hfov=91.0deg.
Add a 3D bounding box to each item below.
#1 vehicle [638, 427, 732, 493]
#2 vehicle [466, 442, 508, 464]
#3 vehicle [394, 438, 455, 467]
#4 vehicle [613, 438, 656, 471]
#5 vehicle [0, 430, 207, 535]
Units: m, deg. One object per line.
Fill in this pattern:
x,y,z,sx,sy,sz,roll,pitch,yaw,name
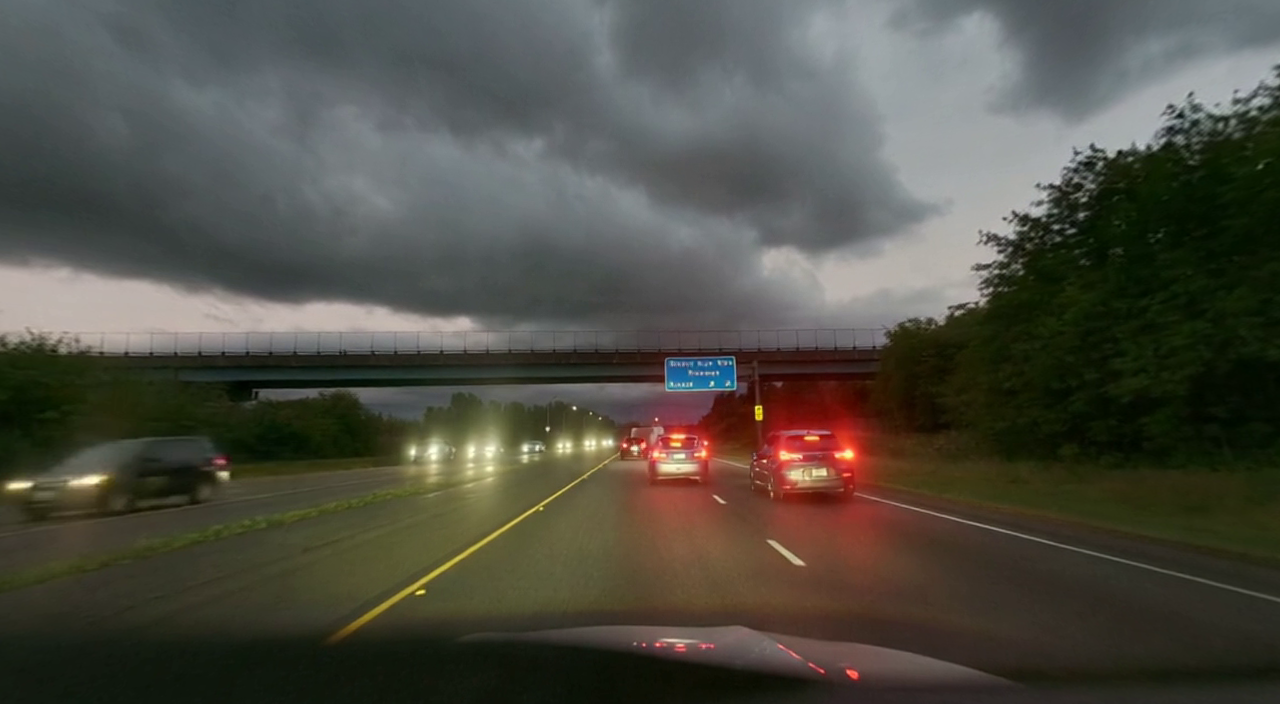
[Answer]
1.147,3.032,18.092,2.092,1.636,4.024,0,-8,-5,vehicle
-11.601,7.618,47.916,2.044,1.502,4.700,-2,-8,0,vehicle
-15.399,7.190,45.370,2.454,1.868,5.753,-1,-8,0,vehicle
-0.280,4.926,30.585,1.968,1.482,3.586,0,-8,-1,vehicle
-11.047,2.441,12.371,2.012,1.680,4.360,-1,-8,-1,vehicle
